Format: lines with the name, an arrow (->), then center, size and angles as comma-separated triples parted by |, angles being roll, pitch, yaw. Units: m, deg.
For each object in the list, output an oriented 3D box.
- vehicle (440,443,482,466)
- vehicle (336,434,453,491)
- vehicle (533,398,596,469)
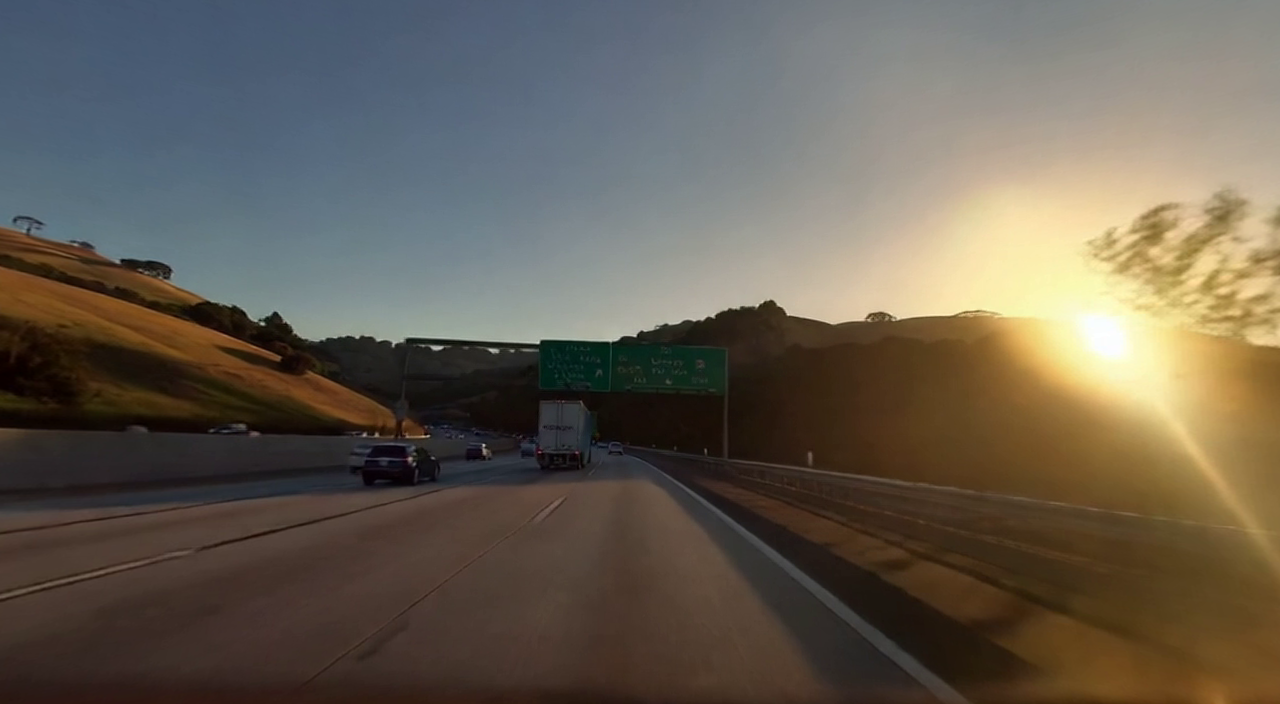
vehicle -> -12.644, 7.282, 44.791 | 1.817, 1.479, 4.409 | 1, -9, -1
vehicle -> -8.040, 3.670, 21.198 | 2.099, 1.644, 4.638 | 1, -9, 0
vehicle -> -4.803, 5.723, 42.909 | 2.880, 4.025, 14.064 | 1, -9, -1
